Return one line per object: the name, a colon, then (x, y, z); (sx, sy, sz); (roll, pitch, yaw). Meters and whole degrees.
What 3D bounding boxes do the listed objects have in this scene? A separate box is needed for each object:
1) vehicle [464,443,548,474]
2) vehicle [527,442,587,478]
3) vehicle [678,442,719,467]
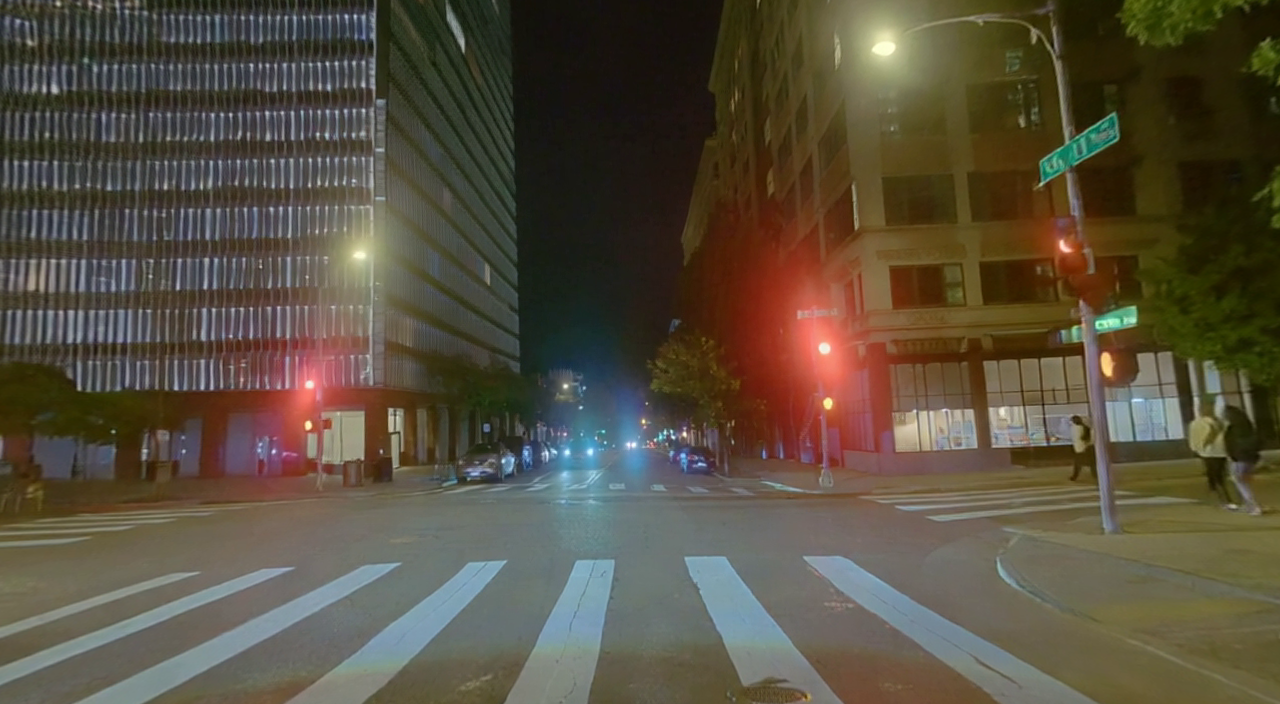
vehicle: (-8.023, 6.358, 38.019); (1.963, 1.726, 4.526); (-8, -12, 44)
vehicle: (-3.669, 4.844, 28.638); (1.989, 1.481, 4.500); (0, -8, 1)
vehicle: (3.546, 6.276, 38.864); (1.853, 1.426, 4.160); (1, -8, -3)
